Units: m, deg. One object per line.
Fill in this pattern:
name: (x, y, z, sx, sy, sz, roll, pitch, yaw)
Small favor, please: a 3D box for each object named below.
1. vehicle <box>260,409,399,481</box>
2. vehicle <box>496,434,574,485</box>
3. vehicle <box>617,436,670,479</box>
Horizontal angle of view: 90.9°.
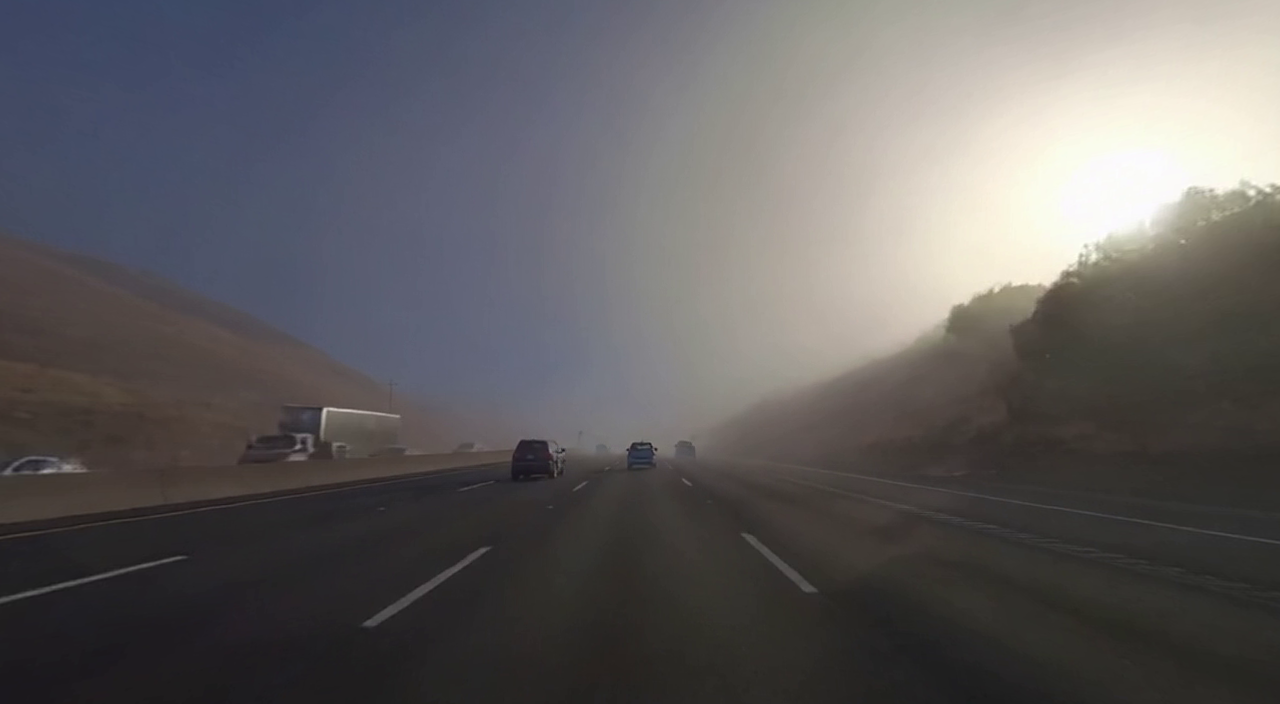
vehicle: (-12.869, 3.957, 26.894, 2.460, 2.683, 6.610, 0, -8, 0)
vehicle: (-3.752, 3.921, 23.255, 2.076, 1.690, 4.113, 0, -8, 1)
vehicle: (0.128, 4.469, 27.045, 2.086, 1.685, 4.206, 0, -8, 0)
